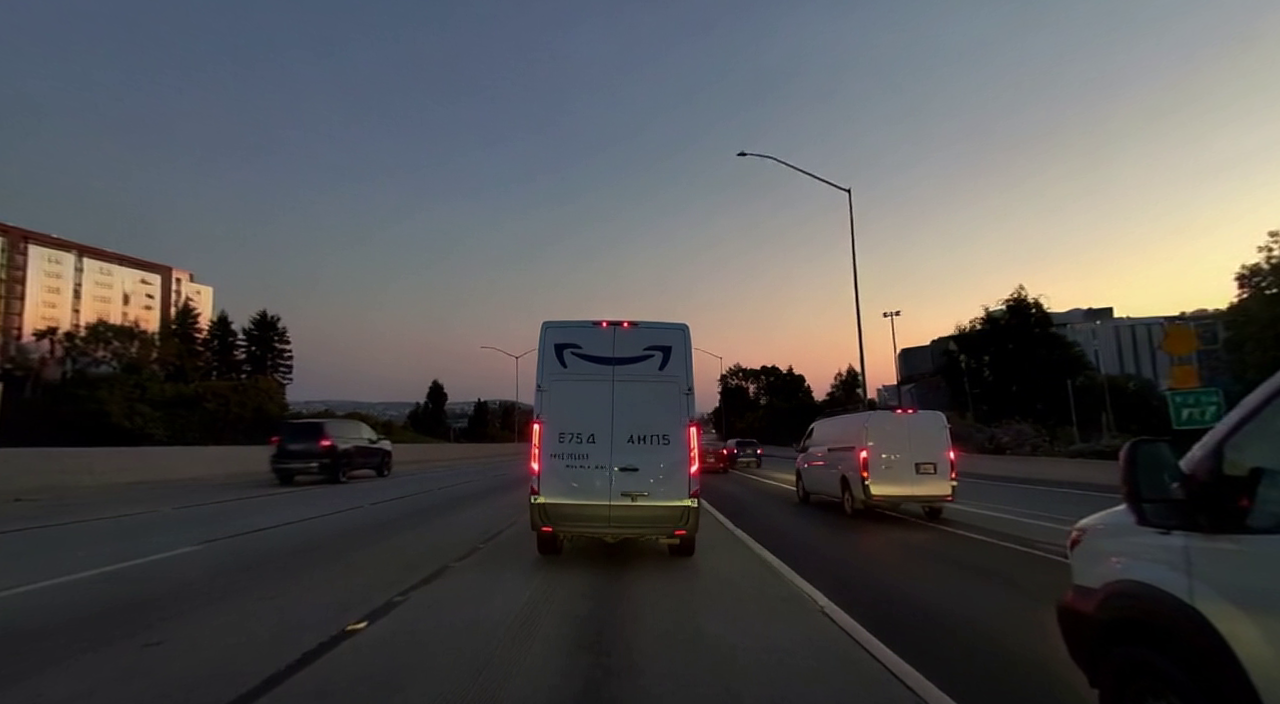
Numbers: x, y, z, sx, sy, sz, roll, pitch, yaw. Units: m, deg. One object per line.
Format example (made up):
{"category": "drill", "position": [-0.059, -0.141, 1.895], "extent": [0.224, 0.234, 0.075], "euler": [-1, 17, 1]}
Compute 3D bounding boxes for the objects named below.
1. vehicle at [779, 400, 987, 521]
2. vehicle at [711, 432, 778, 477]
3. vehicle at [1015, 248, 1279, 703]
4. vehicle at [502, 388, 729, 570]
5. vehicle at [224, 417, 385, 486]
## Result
{"category": "vehicle", "position": [4.642, 2.203, 13.217], "extent": [2.179, 1.999, 5.331], "euler": [1, -8, -1]}
{"category": "vehicle", "position": [4.299, 4.293, 26.586], "extent": [2.064, 1.720, 4.416], "euler": [0, -8, 0]}
{"category": "vehicle", "position": [3.094, 0.451, 0.565], "extent": [2.341, 1.890, 5.144], "euler": [0, -8, 0]}
{"category": "vehicle", "position": [-0.217, 1.610, 8.639], "extent": [2.287, 1.823, 4.369], "euler": [0, -8, 1]}
{"category": "vehicle", "position": [-10.338, 3.136, 20.047], "extent": [2.232, 1.882, 5.128], "euler": [0, -8, 0]}
